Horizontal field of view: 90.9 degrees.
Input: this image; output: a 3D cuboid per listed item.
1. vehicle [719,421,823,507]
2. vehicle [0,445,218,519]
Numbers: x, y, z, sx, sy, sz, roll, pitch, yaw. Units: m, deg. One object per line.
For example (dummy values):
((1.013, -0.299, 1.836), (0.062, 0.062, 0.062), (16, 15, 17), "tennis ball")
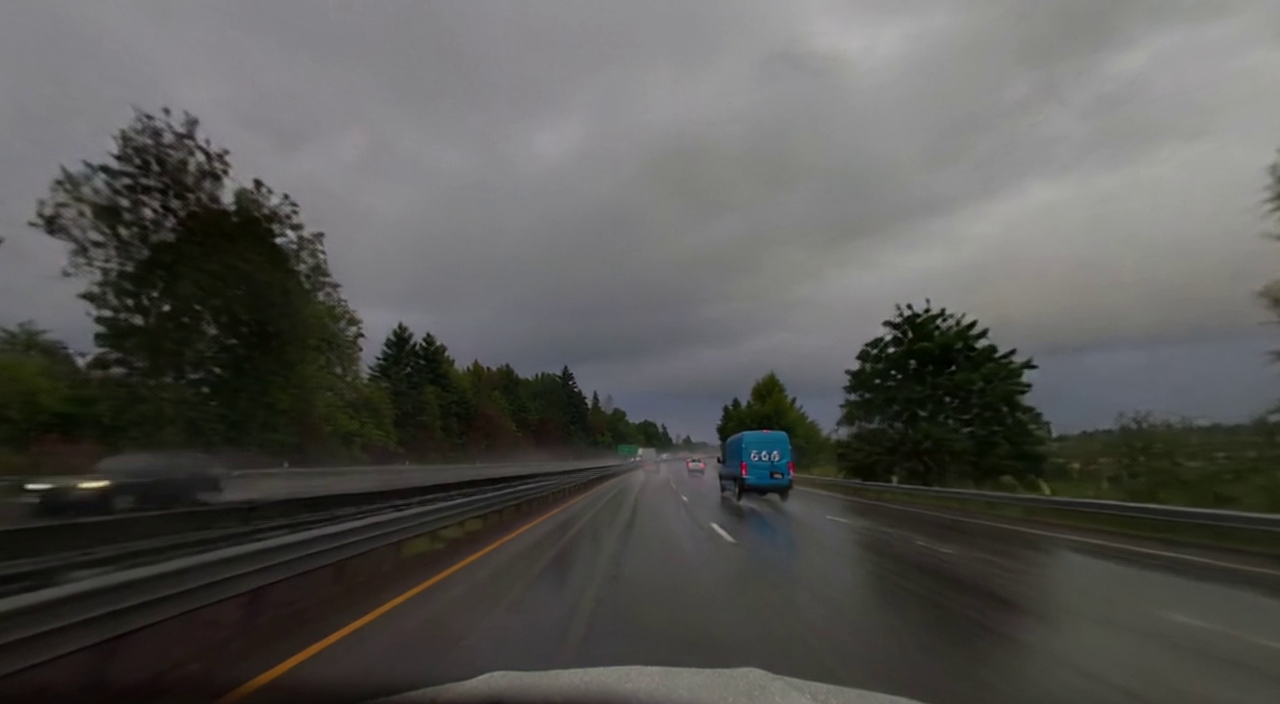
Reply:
((4.387, 3.971, 22.315), (2.366, 2.595, 5.793), (1, -11, 0), "vehicle")
((-12.728, 3.061, 15.119), (1.917, 1.465, 4.638), (1, -11, 0), "vehicle")
